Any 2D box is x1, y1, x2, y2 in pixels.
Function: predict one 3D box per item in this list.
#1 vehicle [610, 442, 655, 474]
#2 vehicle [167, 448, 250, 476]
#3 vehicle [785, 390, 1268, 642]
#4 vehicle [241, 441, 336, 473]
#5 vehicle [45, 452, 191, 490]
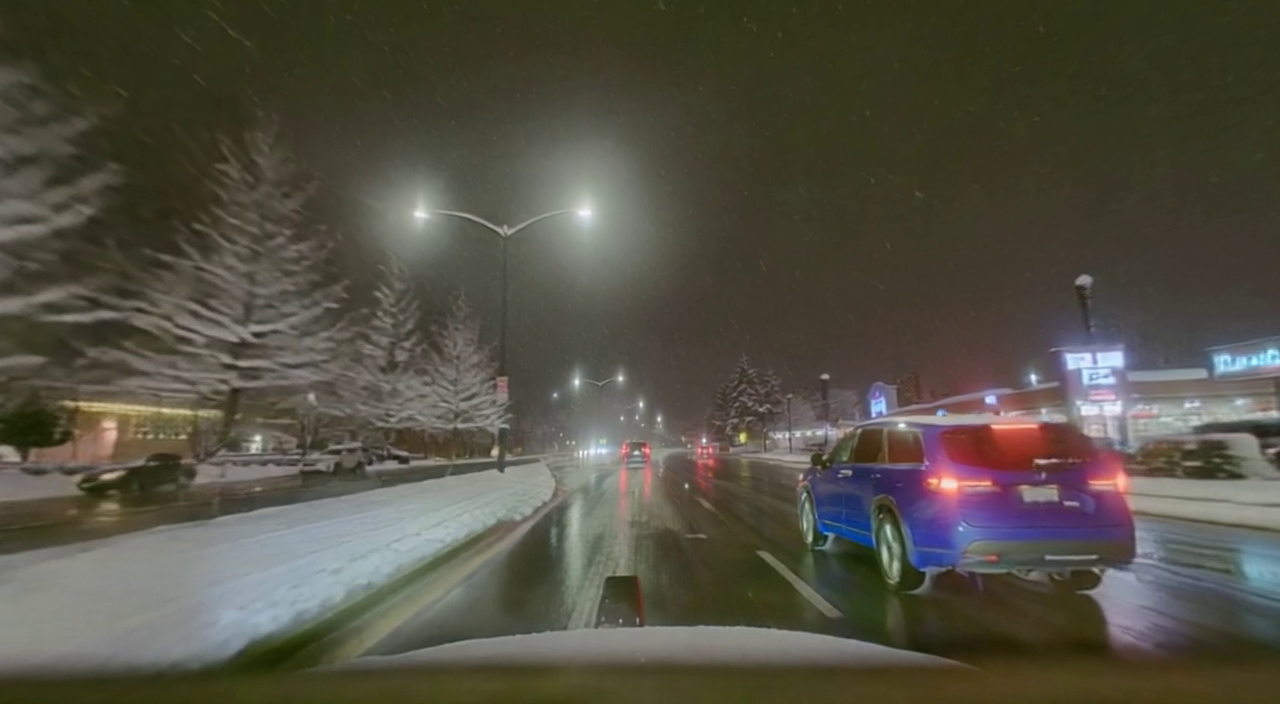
[{"bbox_3d":[-0.378,5.312,31.866,2.126,1.475,3.967,0,-8,-1],"label":"vehicle"},{"bbox_3d":[-28.778,7.304,42.377,1.942,1.695,5.231,1,-9,-2],"label":"vehicle"},{"bbox_3d":[3.152,1.432,6.566,2.110,1.698,4.397,0,-8,-2],"label":"vehicle"},{"bbox_3d":[-25.963,7.765,46.826,5.776,1.932,2.226,-4,-9,1],"label":"vehicle"},{"bbox_3d":[-22.544,5.135,27.429,4.625,1.516,2.007,-1,-8,3],"label":"vehicle"}]
